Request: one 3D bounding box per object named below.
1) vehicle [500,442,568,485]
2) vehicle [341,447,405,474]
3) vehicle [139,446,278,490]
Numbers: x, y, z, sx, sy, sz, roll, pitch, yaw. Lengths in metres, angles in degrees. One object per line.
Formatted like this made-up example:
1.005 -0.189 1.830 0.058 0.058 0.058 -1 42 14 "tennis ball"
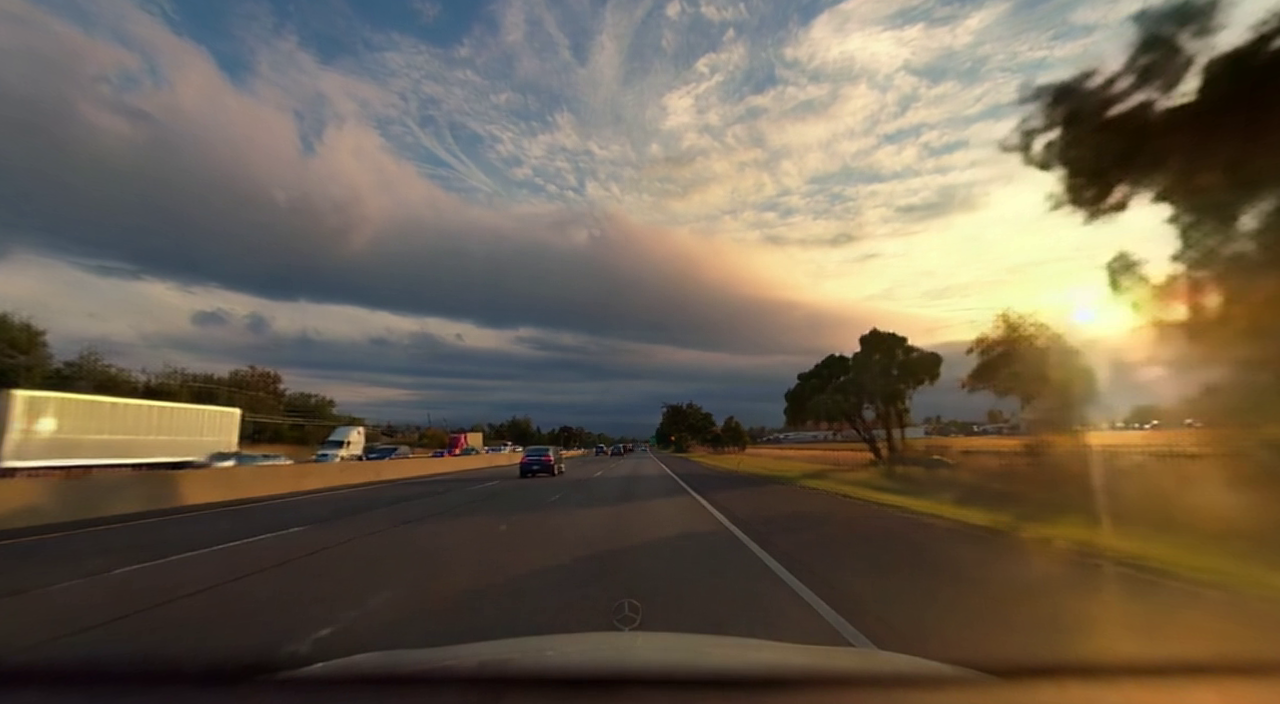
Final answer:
-4.140 4.430 25.338 1.954 1.541 4.079 0 -9 1 "vehicle"
-15.967 6.494 37.968 1.925 1.526 4.370 0 -9 0 "vehicle"
-16.047 4.322 23.836 2.078 1.493 4.427 0 -9 1 "vehicle"
